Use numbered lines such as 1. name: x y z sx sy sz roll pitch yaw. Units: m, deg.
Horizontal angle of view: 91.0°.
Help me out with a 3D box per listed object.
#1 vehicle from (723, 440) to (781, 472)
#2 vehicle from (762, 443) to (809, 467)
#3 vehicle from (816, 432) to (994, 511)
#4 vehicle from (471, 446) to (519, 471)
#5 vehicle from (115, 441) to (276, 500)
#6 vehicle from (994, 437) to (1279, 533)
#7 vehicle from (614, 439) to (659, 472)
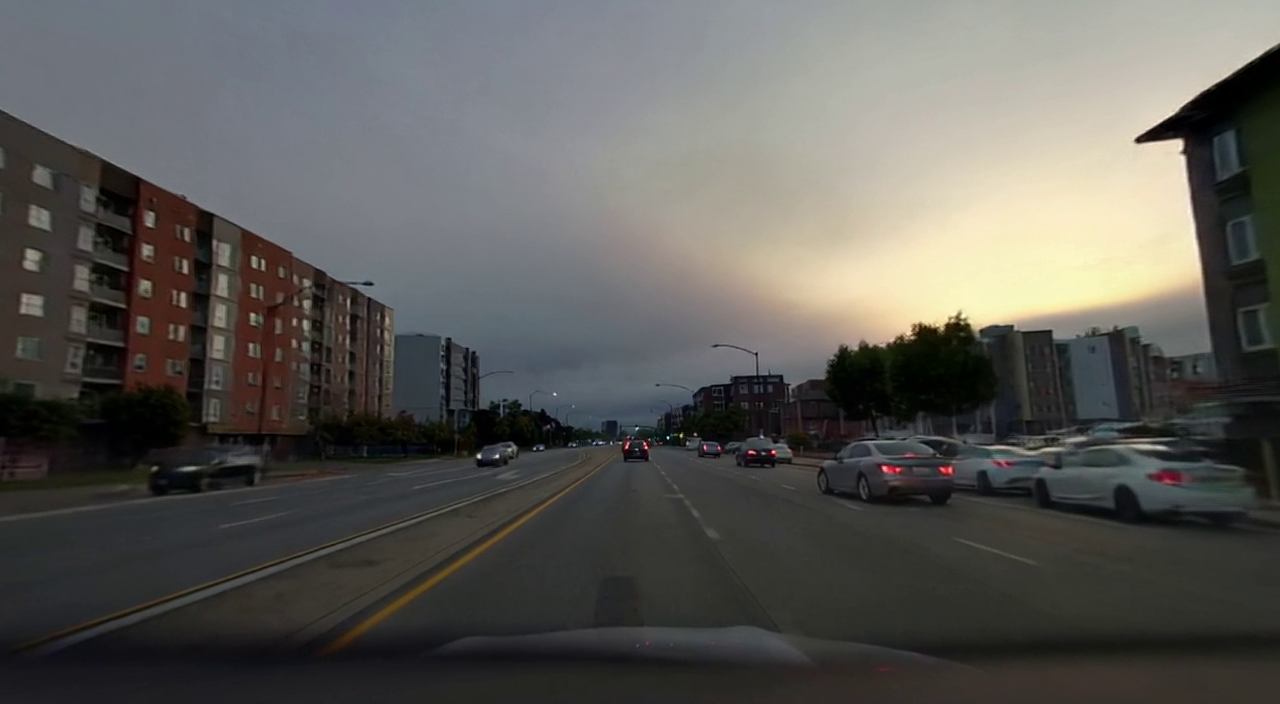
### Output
1. vehicle: 5.758 5.369 32.789 2.154 1.554 4.149 0 -8 -2
2. vehicle: 9.938 7.066 43.300 2.089 1.508 4.323 0 -9 -2
3. vehicle: 6.043 2.778 15.198 2.121 1.557 4.898 0 -8 -1
4. vehicle: -8.605 6.347 37.680 1.869 1.419 4.183 0 -8 0
5. vehicle: -15.147 4.029 21.895 2.096 1.796 4.825 0 -8 -1
6. vehicle: 9.835 2.552 12.831 2.181 1.546 4.845 0 -9 -3
7. vehicle: -0.173 5.172 31.695 2.106 1.553 3.964 0 -8 0
